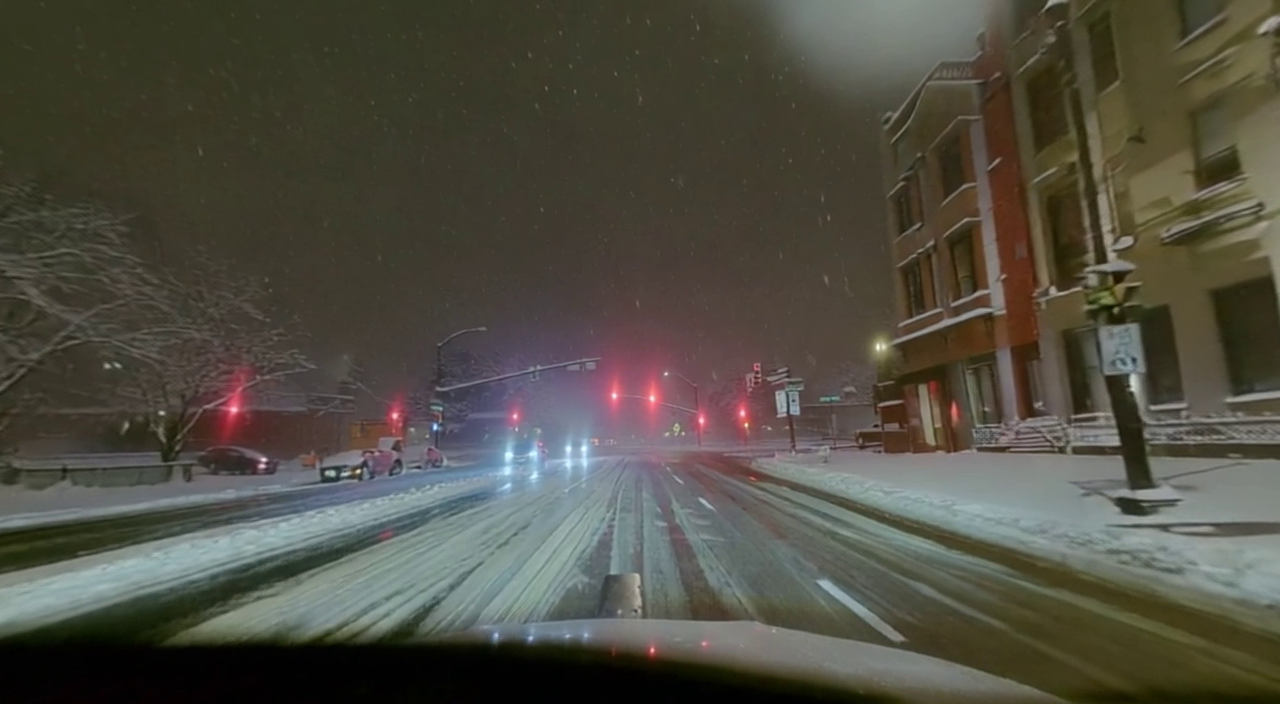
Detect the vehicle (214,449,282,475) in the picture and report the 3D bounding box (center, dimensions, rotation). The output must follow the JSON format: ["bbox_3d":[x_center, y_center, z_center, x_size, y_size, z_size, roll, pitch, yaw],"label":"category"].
[{"bbox_3d":[-24.112,6.765,39.028,1.788,1.487,3.880,0,-8,-3],"label":"vehicle"}]

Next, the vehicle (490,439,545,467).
[{"bbox_3d":[-6.889,5.719,35.979,2.129,1.495,4.699,0,-8,1],"label":"vehicle"}]

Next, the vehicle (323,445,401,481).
[{"bbox_3d":[-12.790,5.105,29.331,1.868,1.520,3.796,0,-8,-1],"label":"vehicle"}]

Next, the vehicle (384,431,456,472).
[{"bbox_3d":[-12.677,5.798,36.879,2.268,2.181,5.482,0,-8,-1],"label":"vehicle"}]
